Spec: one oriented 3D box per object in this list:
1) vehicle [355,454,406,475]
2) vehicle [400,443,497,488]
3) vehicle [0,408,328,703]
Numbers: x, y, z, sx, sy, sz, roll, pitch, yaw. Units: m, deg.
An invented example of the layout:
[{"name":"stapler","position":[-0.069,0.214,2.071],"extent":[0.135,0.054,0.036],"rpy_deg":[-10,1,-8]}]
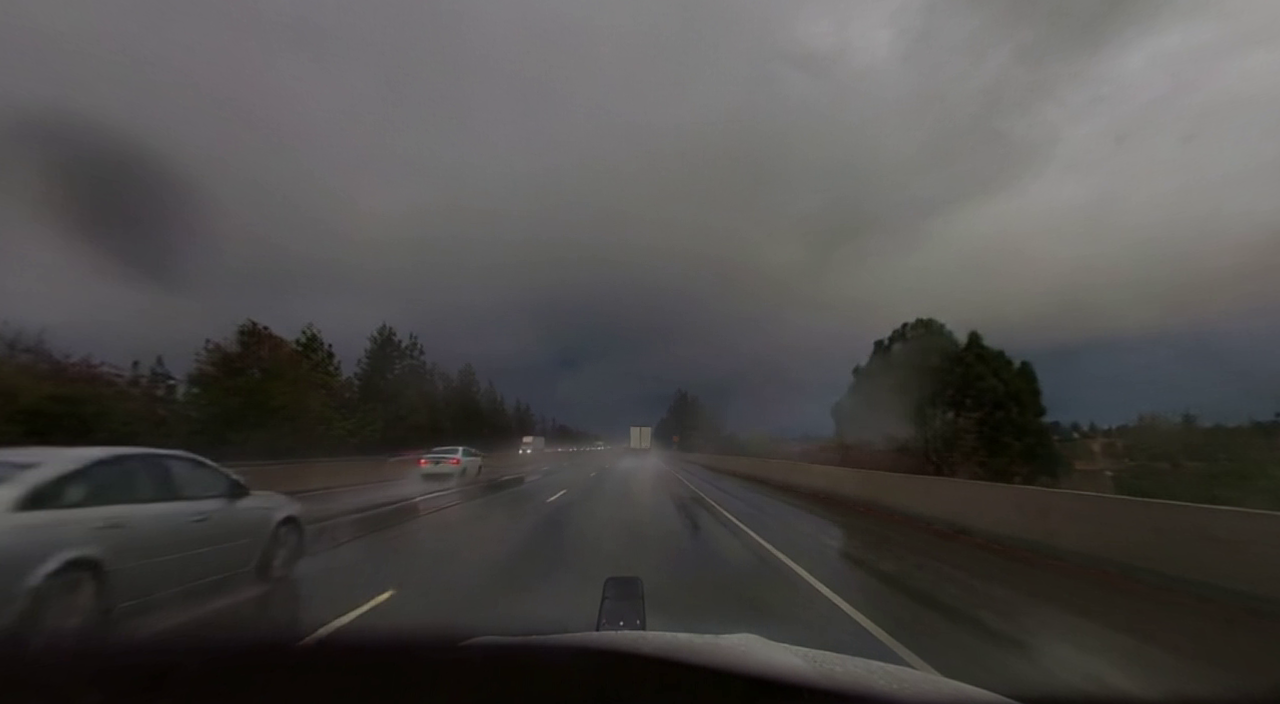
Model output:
[{"name":"vehicle","position":[-19.245,8.372,46.978],"extent":[1.892,1.447,4.377],"rpy_deg":[0,-9,1]},{"name":"vehicle","position":[-7.425,4.462,25.083],"extent":[2.179,1.577,5.070],"rpy_deg":[0,-9,1]},{"name":"vehicle","position":[-3.873,1.190,3.937],"extent":[1.893,1.521,3.742],"rpy_deg":[0,-9,0]}]
